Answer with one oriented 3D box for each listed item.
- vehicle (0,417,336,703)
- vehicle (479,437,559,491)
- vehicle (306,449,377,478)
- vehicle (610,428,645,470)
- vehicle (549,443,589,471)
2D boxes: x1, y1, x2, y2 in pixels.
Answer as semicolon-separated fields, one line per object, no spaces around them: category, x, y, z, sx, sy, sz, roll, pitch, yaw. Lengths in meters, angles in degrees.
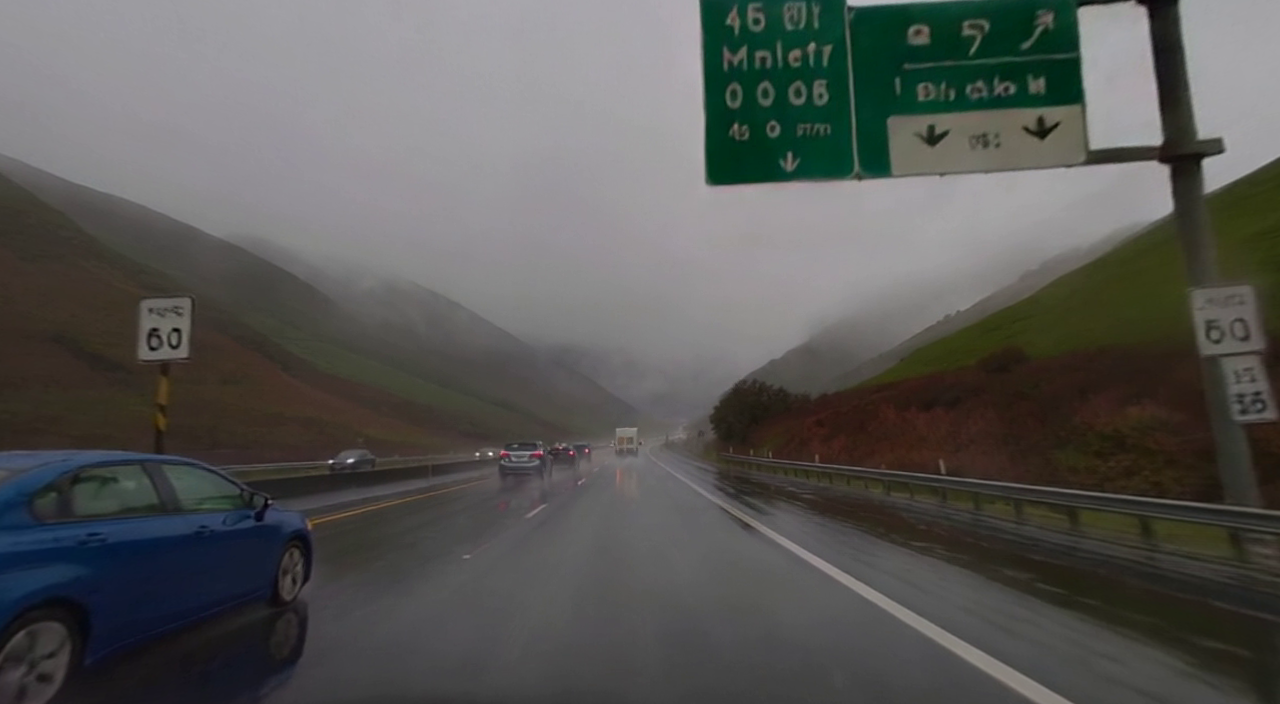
vehicle;-3.826;1.143;3.573;1.988;1.440;4.504;0;-9;-1
vehicle;-4.171;3.944;22.523;2.073;1.694;4.162;0;-9;-1
vehicle;-16.828;6.277;35.838;1.877;1.492;4.346;0;-9;0
vehicle;-0.783;6.571;42.899;2.227;2.611;5.900;0;-9;0
vehicle;-4.314;6.465;38.878;2.044;1.624;4.032;0;-9;0
